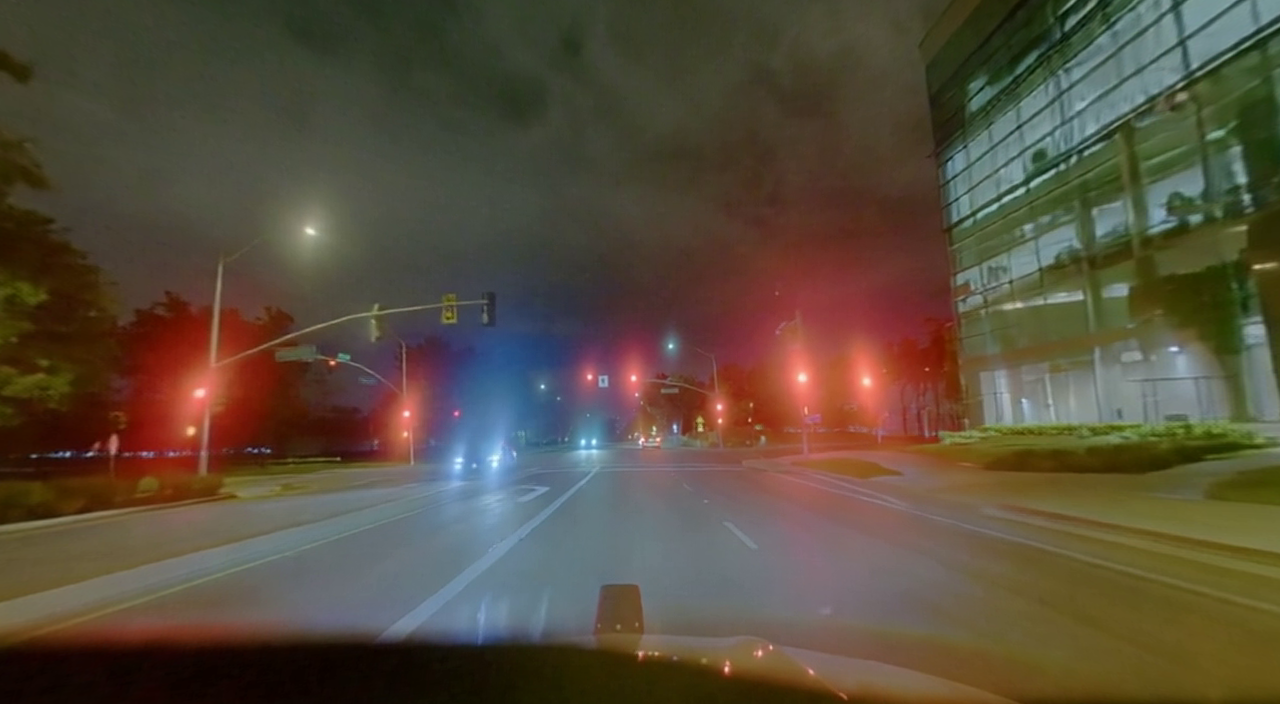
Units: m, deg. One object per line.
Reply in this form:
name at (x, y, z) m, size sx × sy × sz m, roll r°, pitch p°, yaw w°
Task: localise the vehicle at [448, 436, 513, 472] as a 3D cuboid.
vehicle at (-7.836, 5.044, 31.414) m, size 2.165 × 1.685 × 4.274 m, roll 0°, pitch -8°, yaw -1°
